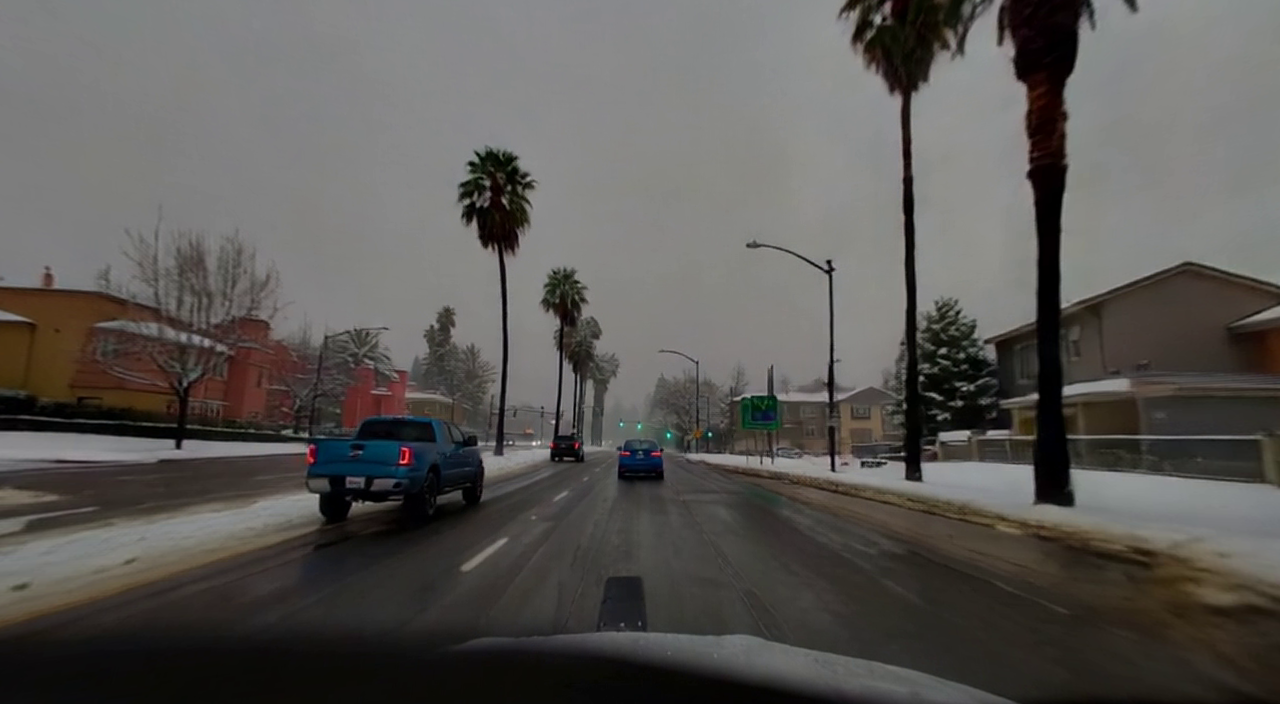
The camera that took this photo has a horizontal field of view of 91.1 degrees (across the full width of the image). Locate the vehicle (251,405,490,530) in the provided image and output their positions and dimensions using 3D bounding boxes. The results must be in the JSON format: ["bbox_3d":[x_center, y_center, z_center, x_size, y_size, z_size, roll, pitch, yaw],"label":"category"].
[{"bbox_3d":[-4.902,2.214,12.832,2.187,1.904,6.103,0,-8,0],"label":"vehicle"}]

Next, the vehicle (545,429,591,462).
[{"bbox_3d":[-4.781,6.355,42.729,2.447,2.062,5.911,-1,-8,0],"label":"vehicle"}]

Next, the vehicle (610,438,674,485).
[{"bbox_3d":[0.069,3.979,23.221,2.122,1.562,4.152,0,-8,0],"label":"vehicle"}]
